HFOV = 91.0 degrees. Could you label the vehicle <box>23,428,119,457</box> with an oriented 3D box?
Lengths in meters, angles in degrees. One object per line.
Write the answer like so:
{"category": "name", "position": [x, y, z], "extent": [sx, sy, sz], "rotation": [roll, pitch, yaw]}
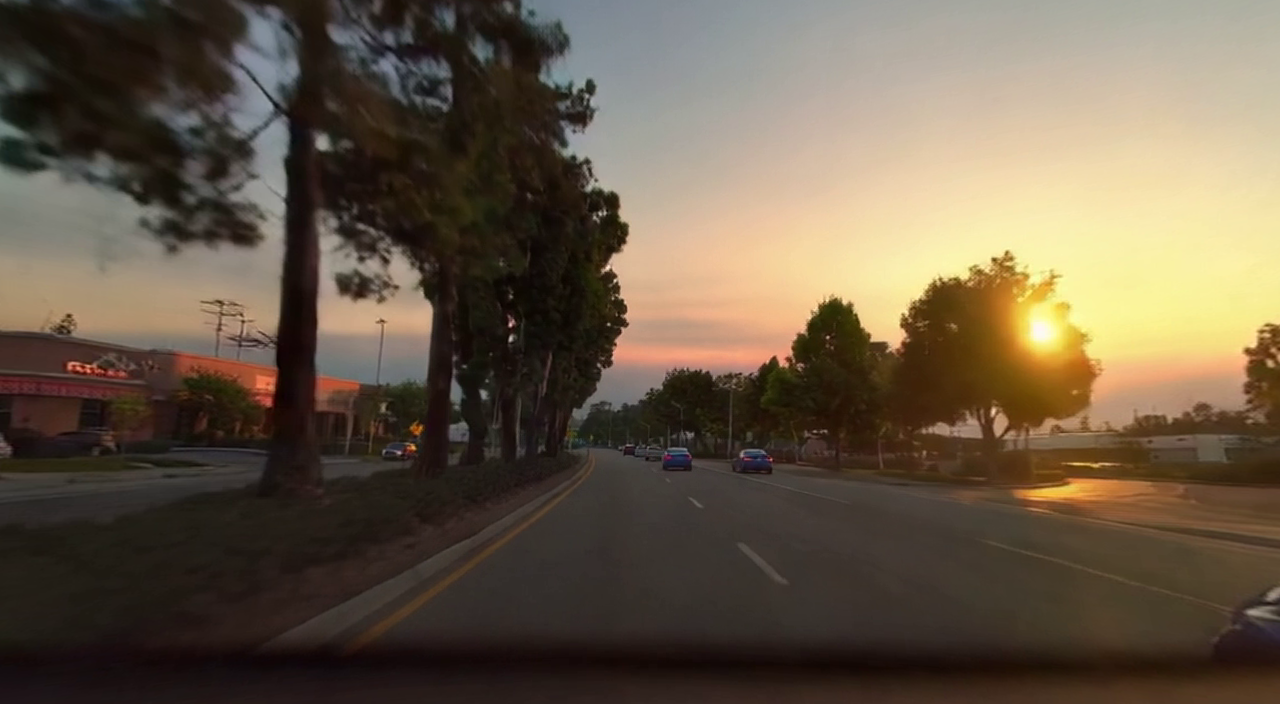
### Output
{"category": "vehicle", "position": [-35.250, 5.665, 39.225], "extent": [1.913, 1.702, 4.873], "rotation": [1, -9, -8]}

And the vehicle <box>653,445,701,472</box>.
{"category": "vehicle", "position": [2.065, 6.152, 36.543], "extent": [2.256, 1.451, 4.313], "rotation": [1, -9, -3]}

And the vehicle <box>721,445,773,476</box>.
{"category": "vehicle", "position": [5.723, 5.844, 34.184], "extent": [1.886, 1.528, 4.169], "rotation": [1, -9, -3]}
